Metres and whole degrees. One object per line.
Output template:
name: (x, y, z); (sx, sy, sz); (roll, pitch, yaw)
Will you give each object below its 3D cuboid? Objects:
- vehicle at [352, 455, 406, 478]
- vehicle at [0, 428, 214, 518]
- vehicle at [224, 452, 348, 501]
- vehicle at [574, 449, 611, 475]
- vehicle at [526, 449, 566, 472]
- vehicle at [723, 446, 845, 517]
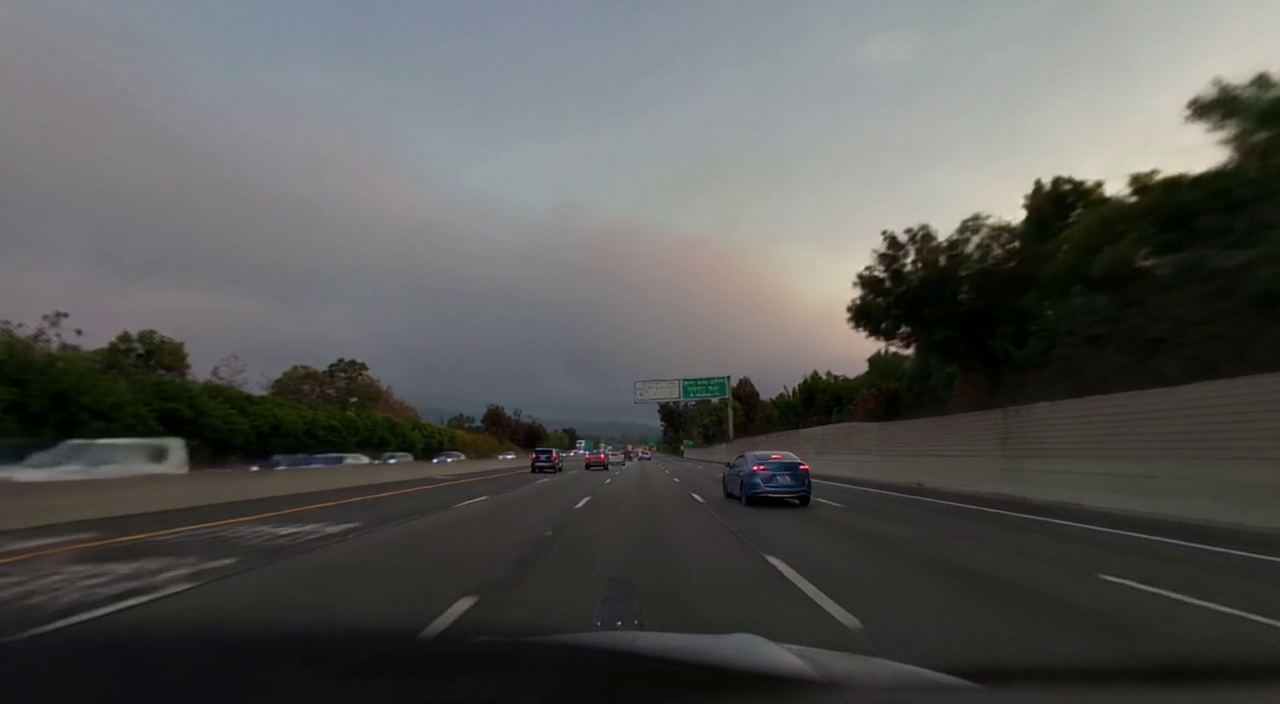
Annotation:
vehicle: (-18.131, 7.956, 43.920); (1.921, 1.507, 4.050); (0, -9, 1)
vehicle: (-14.796, 3.166, 17.137); (2.313, 1.980, 5.831); (0, -9, 0)
vehicle: (-11.506, 4.036, 20.772); (1.868, 1.435, 3.659); (0, -9, 1)
vehicle: (-3.043, 7.102, 40.931); (2.030, 1.563, 4.389); (0, -9, 0)
vehicle: (-6.623, 7.675, 44.921); (2.107, 1.541, 4.713); (0, -9, 1)
vehicle: (3.371, 3.102, 15.631); (1.979, 1.486, 4.125); (0, -9, -1)
